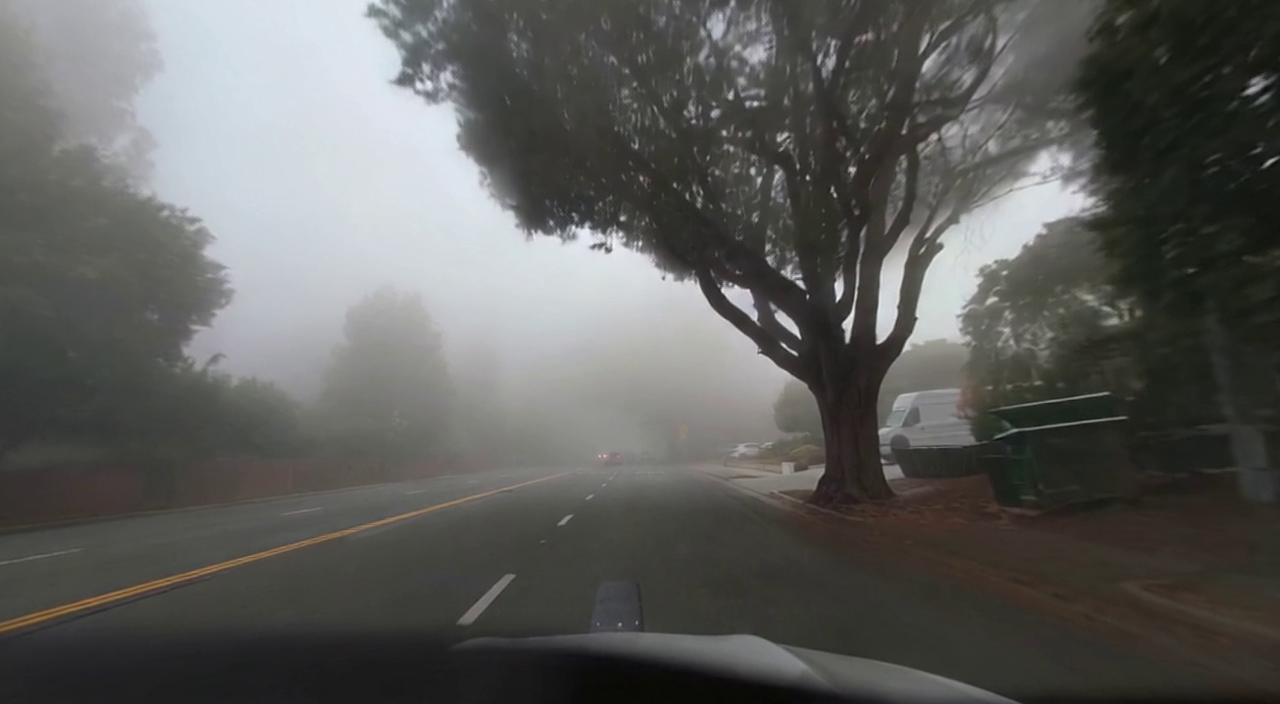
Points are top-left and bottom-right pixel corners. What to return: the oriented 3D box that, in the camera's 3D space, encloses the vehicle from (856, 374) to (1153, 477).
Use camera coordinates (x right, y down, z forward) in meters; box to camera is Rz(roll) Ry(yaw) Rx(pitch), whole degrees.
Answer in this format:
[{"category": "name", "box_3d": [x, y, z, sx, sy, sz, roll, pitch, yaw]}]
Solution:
[{"category": "vehicle", "box_3d": [17.486, 3.634, 30.951, 12.151, 4.157, 3.709, -1, -15, -6]}]
